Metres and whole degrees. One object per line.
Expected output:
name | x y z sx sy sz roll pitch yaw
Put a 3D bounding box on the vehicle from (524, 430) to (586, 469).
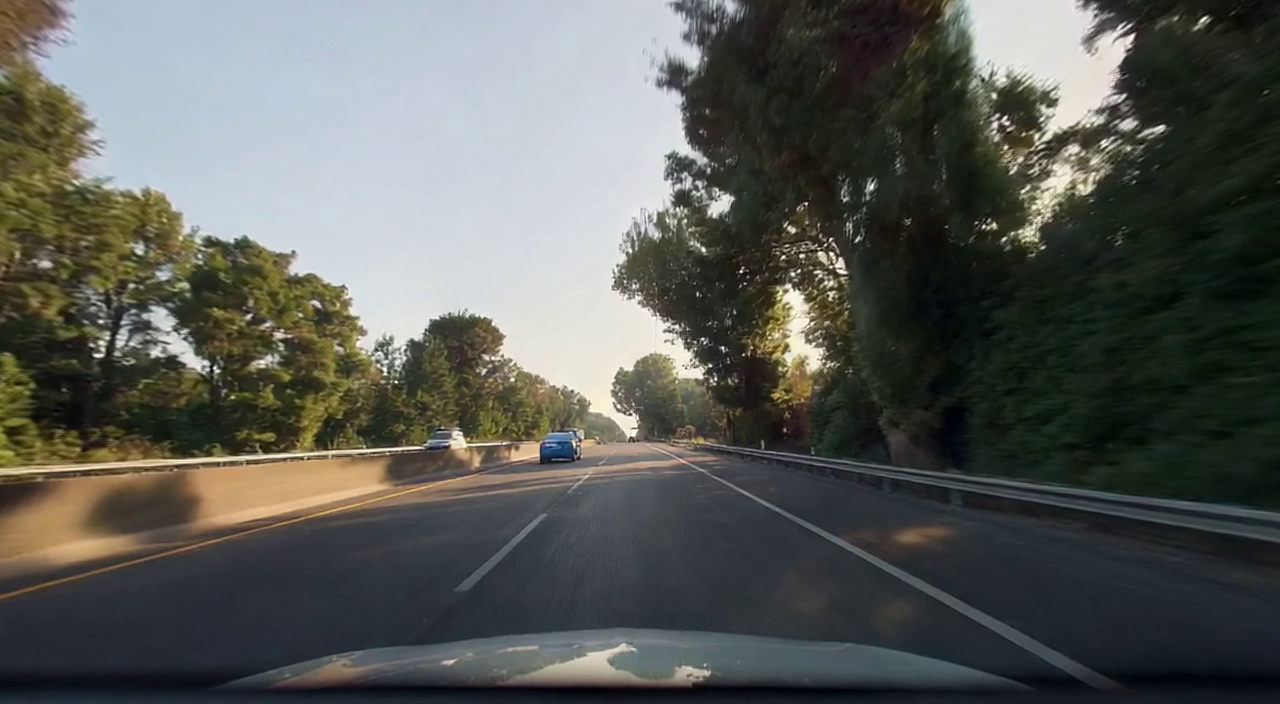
vehicle | -3.445 4.032 26.200 2.085 1.479 3.846 0 -8 0
